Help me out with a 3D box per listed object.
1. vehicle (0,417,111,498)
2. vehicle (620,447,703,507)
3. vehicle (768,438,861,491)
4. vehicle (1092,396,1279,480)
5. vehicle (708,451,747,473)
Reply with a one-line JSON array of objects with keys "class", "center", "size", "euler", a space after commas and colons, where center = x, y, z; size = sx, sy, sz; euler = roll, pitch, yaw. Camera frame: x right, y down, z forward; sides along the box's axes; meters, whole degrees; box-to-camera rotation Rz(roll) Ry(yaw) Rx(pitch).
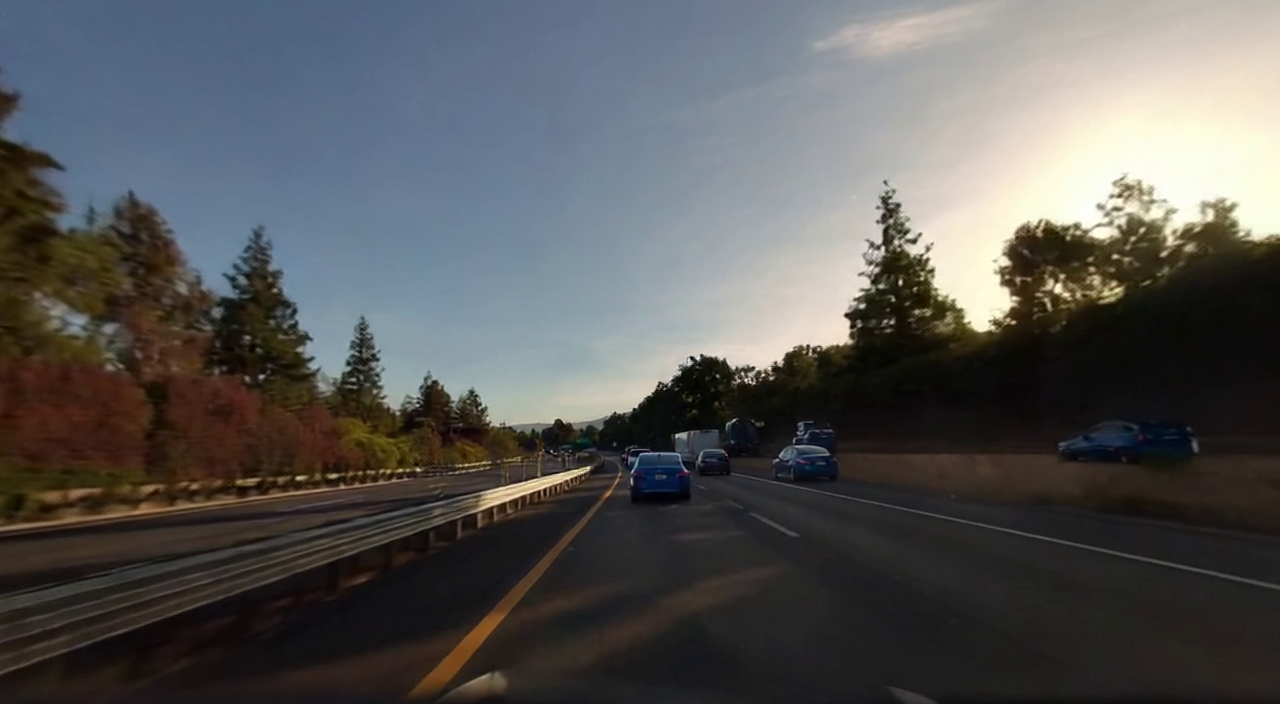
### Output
[{"class": "vehicle", "center": [-33.278, 5.687, 33.793], "size": [2.902, 3.981, 7.819], "euler": [-3, -8, 1]}, {"class": "vehicle", "center": [0.526, 3.446, 17.775], "size": [2.076, 1.485, 3.774], "euler": [0, -9, 0]}, {"class": "vehicle", "center": [6.570, 4.288, 24.295], "size": [2.177, 1.827, 4.565], "euler": [0, -9, -1]}, {"class": "vehicle", "center": [31.818, 4.766, 34.198], "size": [2.822, 3.996, 14.073], "euler": [1, -9, -6]}, {"class": "vehicle", "center": [6.141, 7.763, 44.574], "size": [2.015, 1.454, 4.324], "euler": [0, -9, -2]}]
